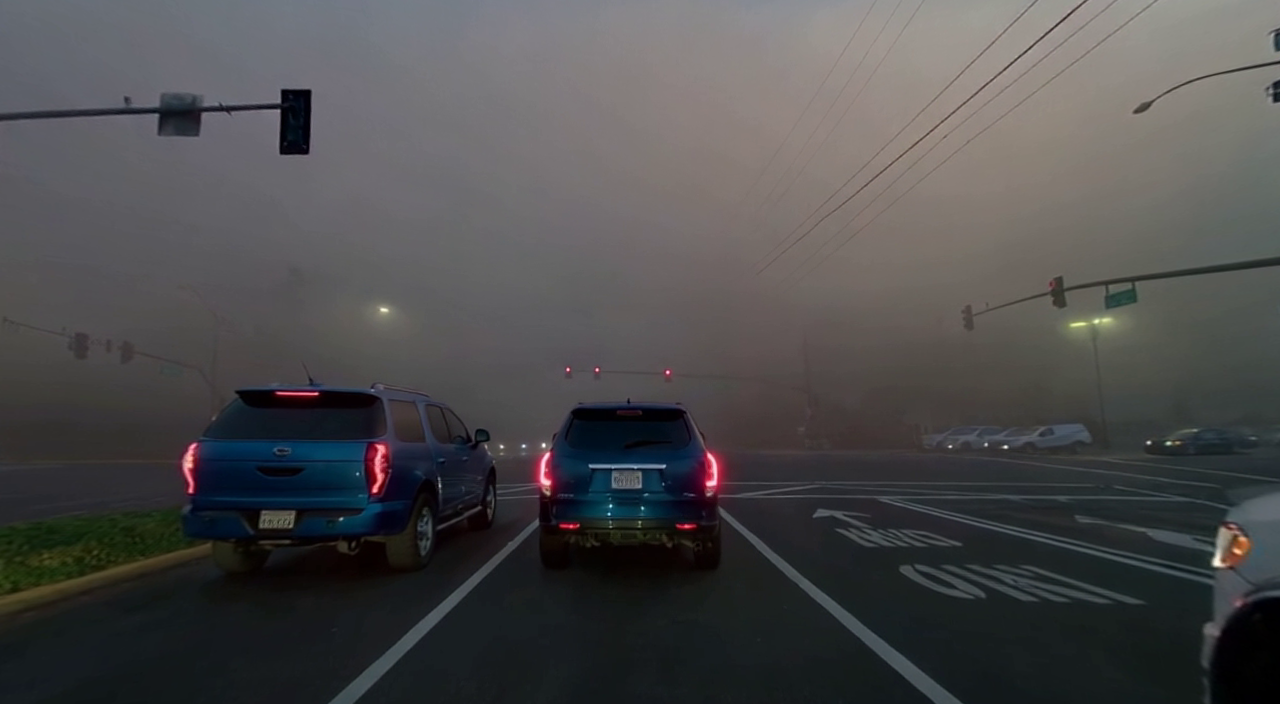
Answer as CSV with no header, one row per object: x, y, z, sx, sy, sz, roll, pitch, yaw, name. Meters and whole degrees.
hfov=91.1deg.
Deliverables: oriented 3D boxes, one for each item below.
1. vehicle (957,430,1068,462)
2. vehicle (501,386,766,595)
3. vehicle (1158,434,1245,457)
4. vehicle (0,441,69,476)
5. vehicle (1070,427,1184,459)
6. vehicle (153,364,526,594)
19.310,4.894,32.669,4.624,1.601,1.871,0,-8,-3,vehicle
-0.083,1.498,7.664,2.204,1.738,4.690,0,-8,-1,vehicle
38.752,6.461,43.381,4.396,1.479,1.778,0,-8,-3,vehicle
-32.183,5.377,31.768,4.406,1.682,2.040,0,-8,-1,vehicle
27.941,5.239,36.118,4.849,1.759,2.041,0,-8,-3,vehicle
-2.961,1.412,7.772,2.220,1.926,4.870,0,-8,-1,vehicle
